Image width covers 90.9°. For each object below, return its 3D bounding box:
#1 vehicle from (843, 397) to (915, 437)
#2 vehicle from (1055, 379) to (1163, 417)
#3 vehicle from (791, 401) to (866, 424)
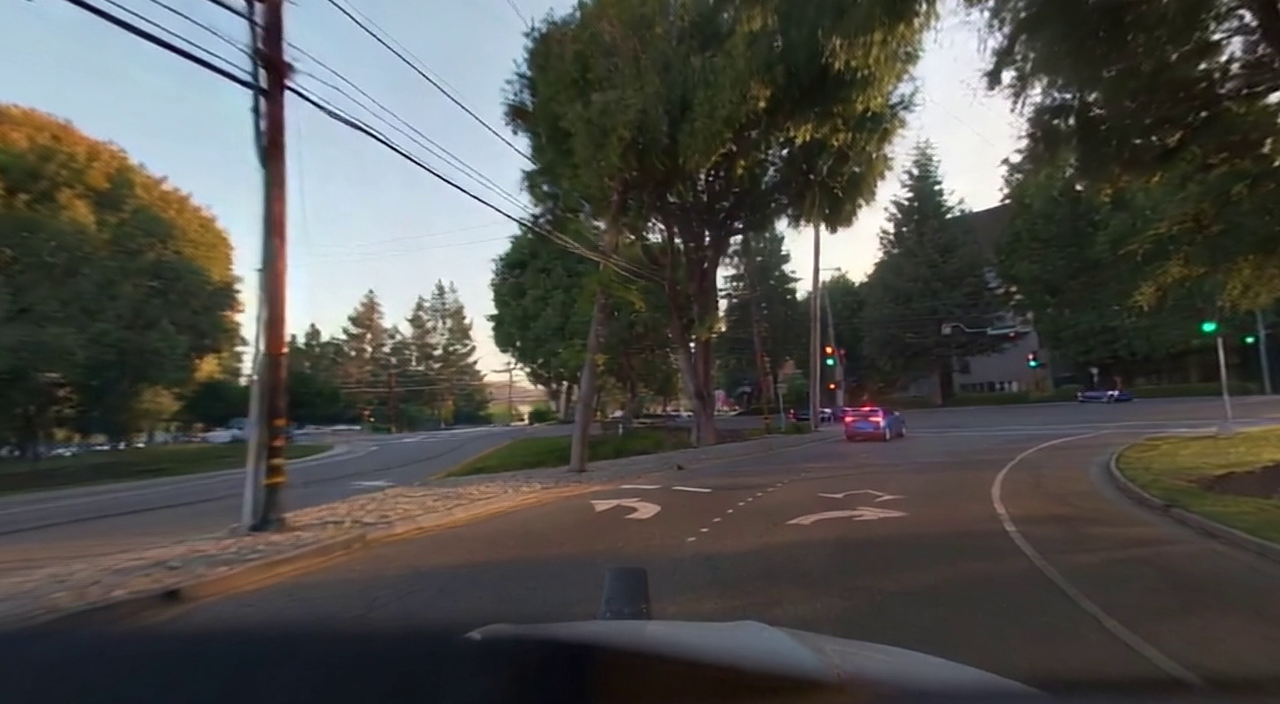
[{"bbox_3d":[11.858,3.274,31.088,1.928,1.726,4.704,-6,-10,37],"label":"vehicle"},{"bbox_3d":[26.512,2.636,35.772,4.636,1.668,1.935,-9,-6,37],"label":"vehicle"},{"bbox_3d":[13.542,4.387,45.429,4.757,1.442,1.858,-6,-6,37],"label":"vehicle"}]
